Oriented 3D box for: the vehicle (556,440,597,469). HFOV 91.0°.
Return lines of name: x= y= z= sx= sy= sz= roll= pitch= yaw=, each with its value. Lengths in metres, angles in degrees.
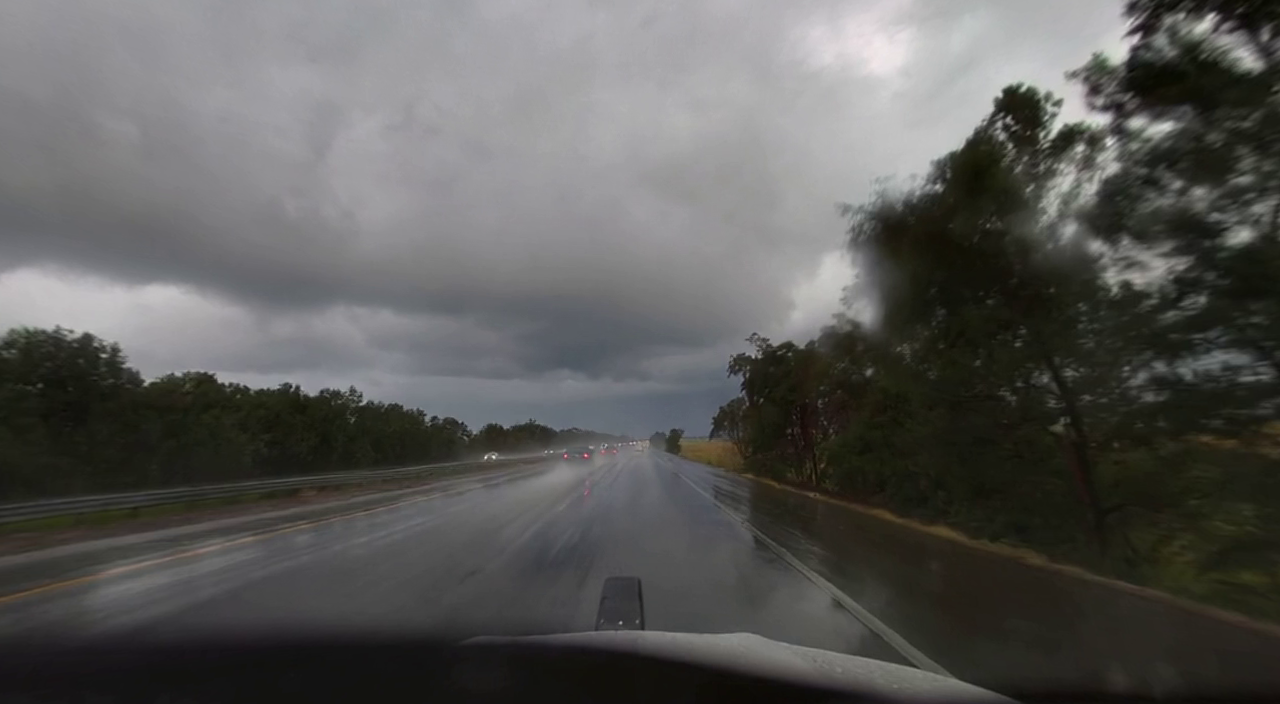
vehicle: x=-3.973 y=6.539 z=40.257 sx=2.132 sy=1.701 sz=4.303 roll=0 pitch=-9 yaw=0
